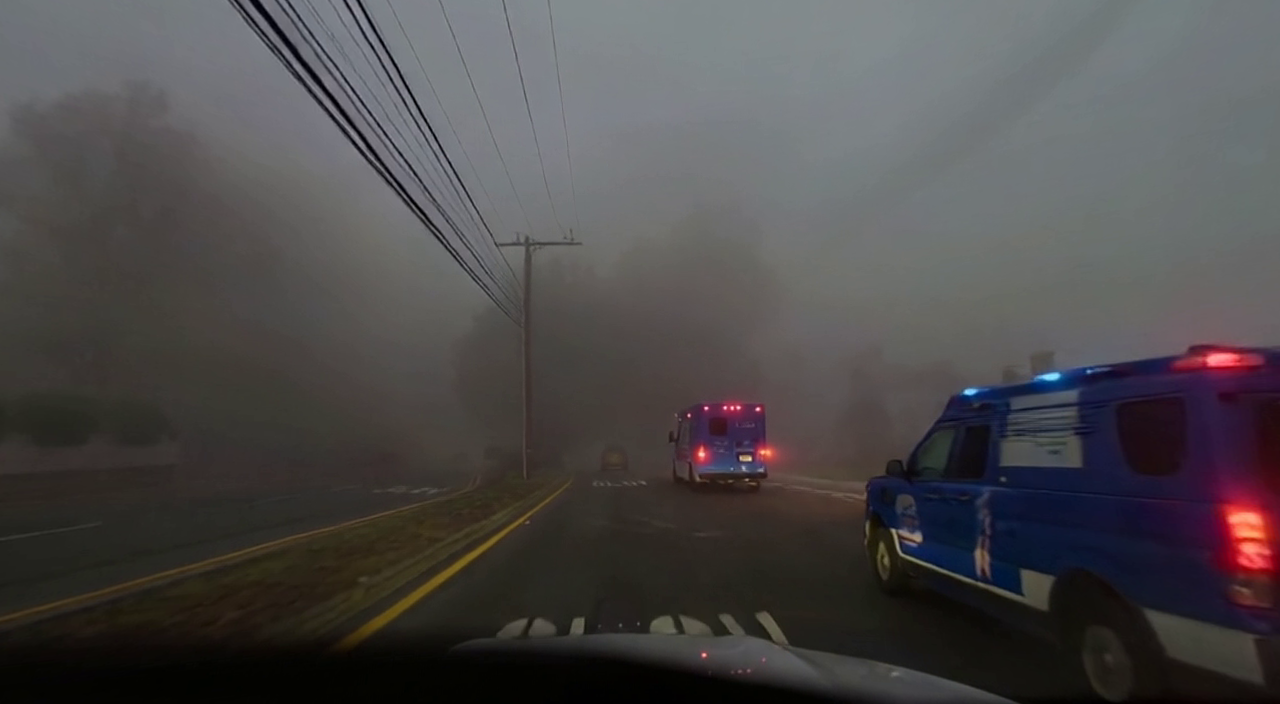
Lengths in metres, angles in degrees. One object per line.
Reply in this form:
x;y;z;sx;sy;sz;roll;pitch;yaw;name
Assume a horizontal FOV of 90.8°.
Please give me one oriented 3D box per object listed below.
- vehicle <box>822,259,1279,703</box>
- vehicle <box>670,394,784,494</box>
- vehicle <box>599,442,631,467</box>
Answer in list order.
3.066;0.957;4.023;2.194;1.922;4.822;0;-8;-2;vehicle
2.499;2.881;19.969;2.406;2.687;5.521;0;-8;-4;vehicle
-1.845;7.410;45.929;2.114;1.707;3.725;1;-8;-6;vehicle
